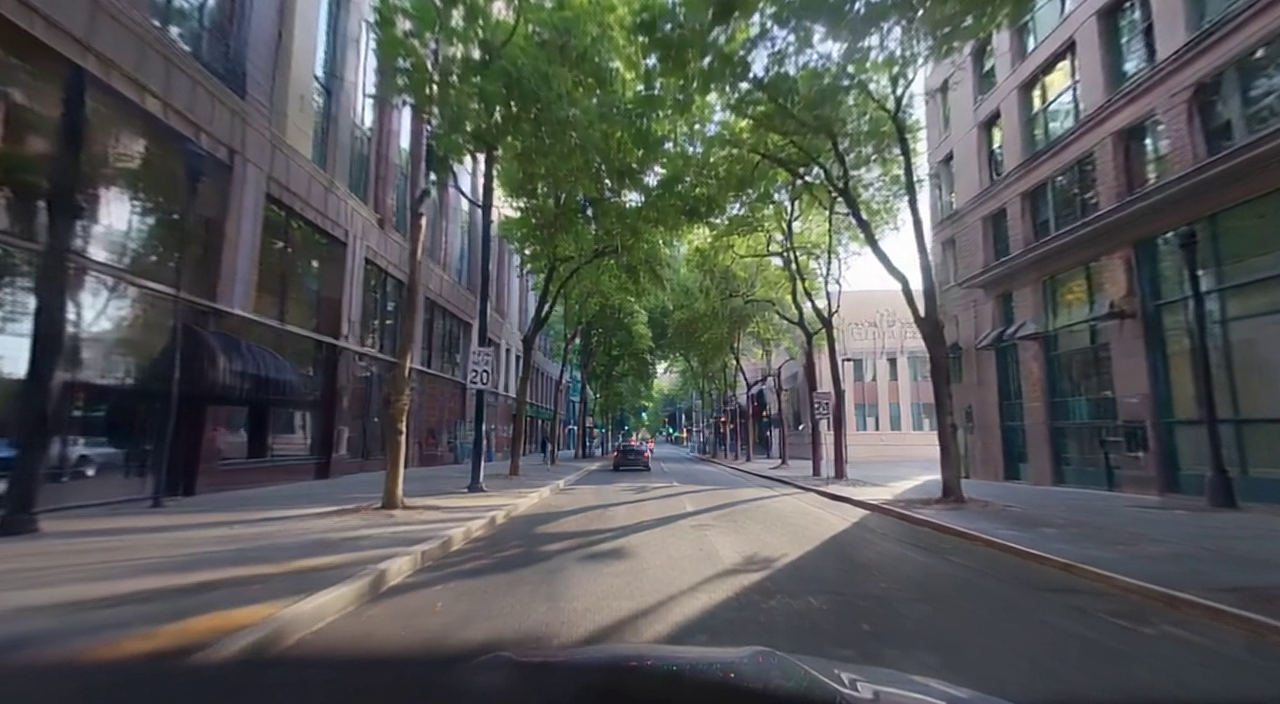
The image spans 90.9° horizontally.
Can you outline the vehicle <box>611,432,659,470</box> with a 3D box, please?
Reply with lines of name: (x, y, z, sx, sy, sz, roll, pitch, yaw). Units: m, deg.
vehicle: (-0.235, 4.577, 29.334, 2.079, 1.621, 3.861, 0, -8, -1)
